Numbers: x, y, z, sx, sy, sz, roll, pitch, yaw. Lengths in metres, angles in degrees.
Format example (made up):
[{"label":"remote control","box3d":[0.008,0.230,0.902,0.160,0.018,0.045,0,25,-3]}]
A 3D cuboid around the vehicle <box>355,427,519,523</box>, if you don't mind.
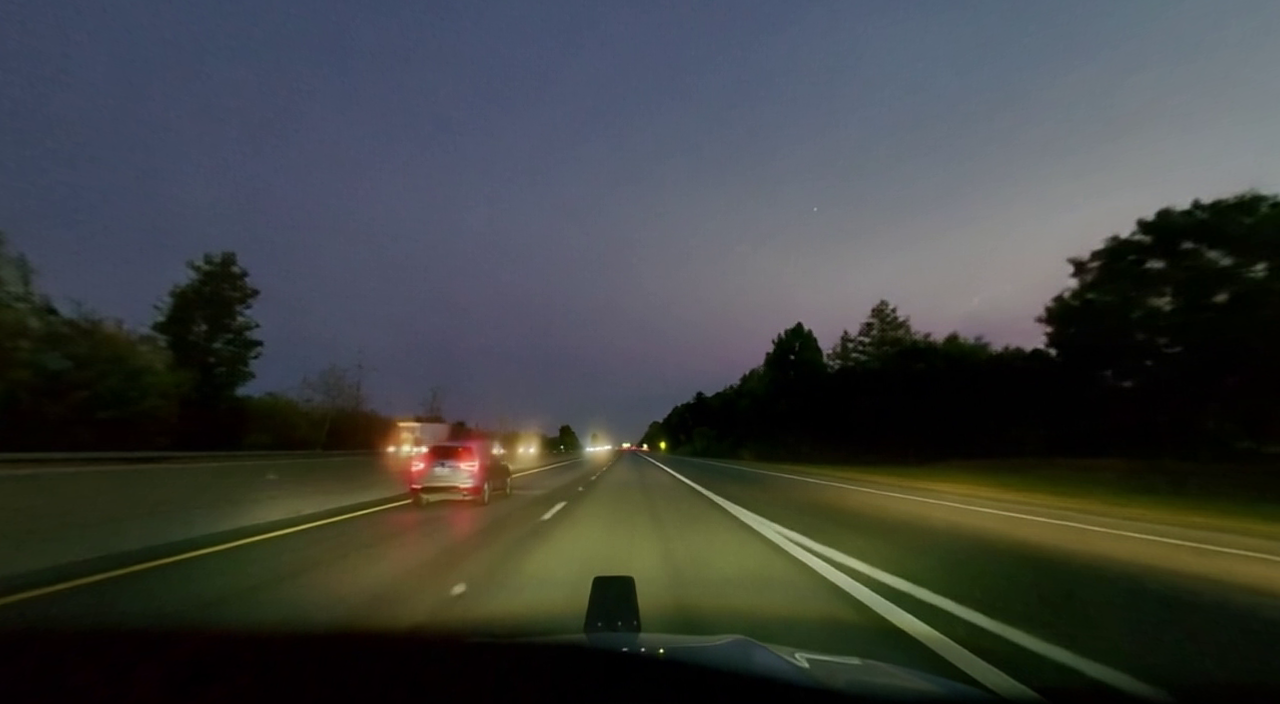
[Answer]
[{"label":"vehicle","box3d":[-4.124,2.581,13.704,2.111,1.717,4.426,0,-9,0]}]
